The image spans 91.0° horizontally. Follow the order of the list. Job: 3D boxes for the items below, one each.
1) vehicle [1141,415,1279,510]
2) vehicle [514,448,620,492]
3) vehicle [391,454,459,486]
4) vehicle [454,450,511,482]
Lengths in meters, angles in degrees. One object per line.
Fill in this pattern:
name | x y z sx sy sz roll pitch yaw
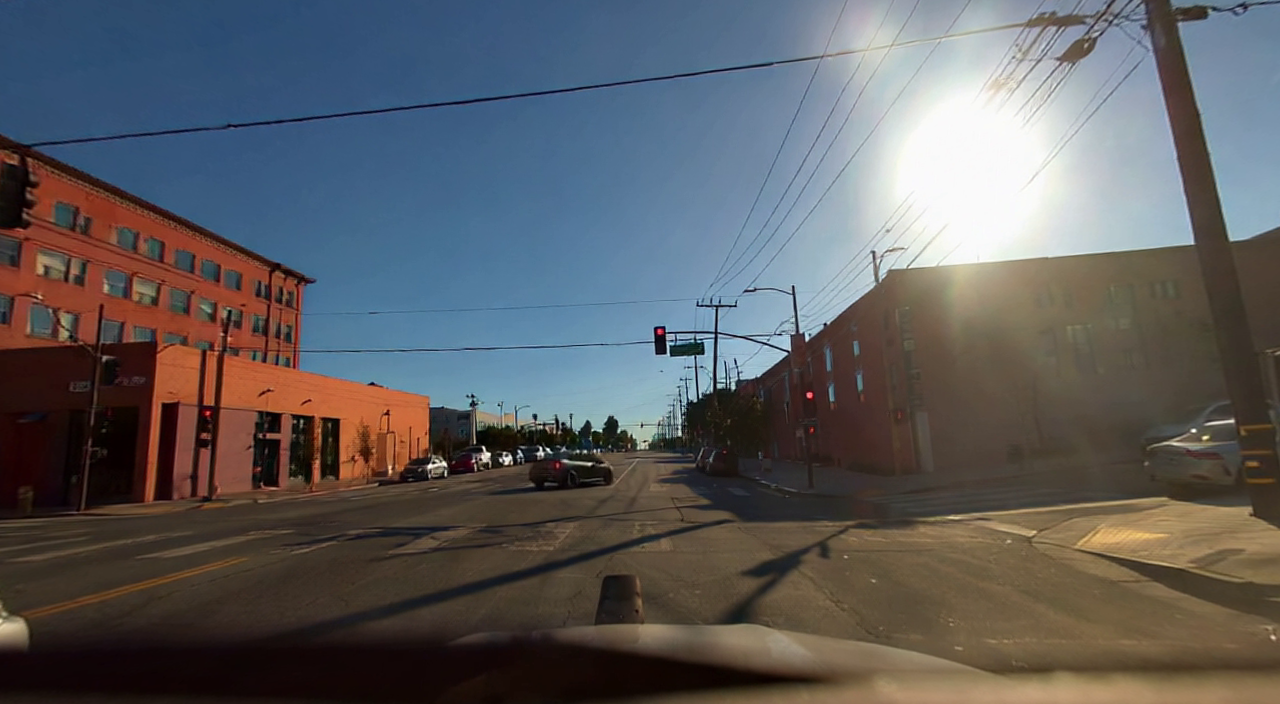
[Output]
vehicle | 12.663 2.200 12.768 3.234 1.746 1.941 -1 -9 1
vehicle | -2.973 4.897 26.647 2.120 1.650 4.525 -5 -10 31
vehicle | -12.028 6.603 35.578 1.943 1.574 4.727 0 -9 3
vehicle | -8.720 6.331 35.270 2.020 1.672 3.842 0 -9 3
